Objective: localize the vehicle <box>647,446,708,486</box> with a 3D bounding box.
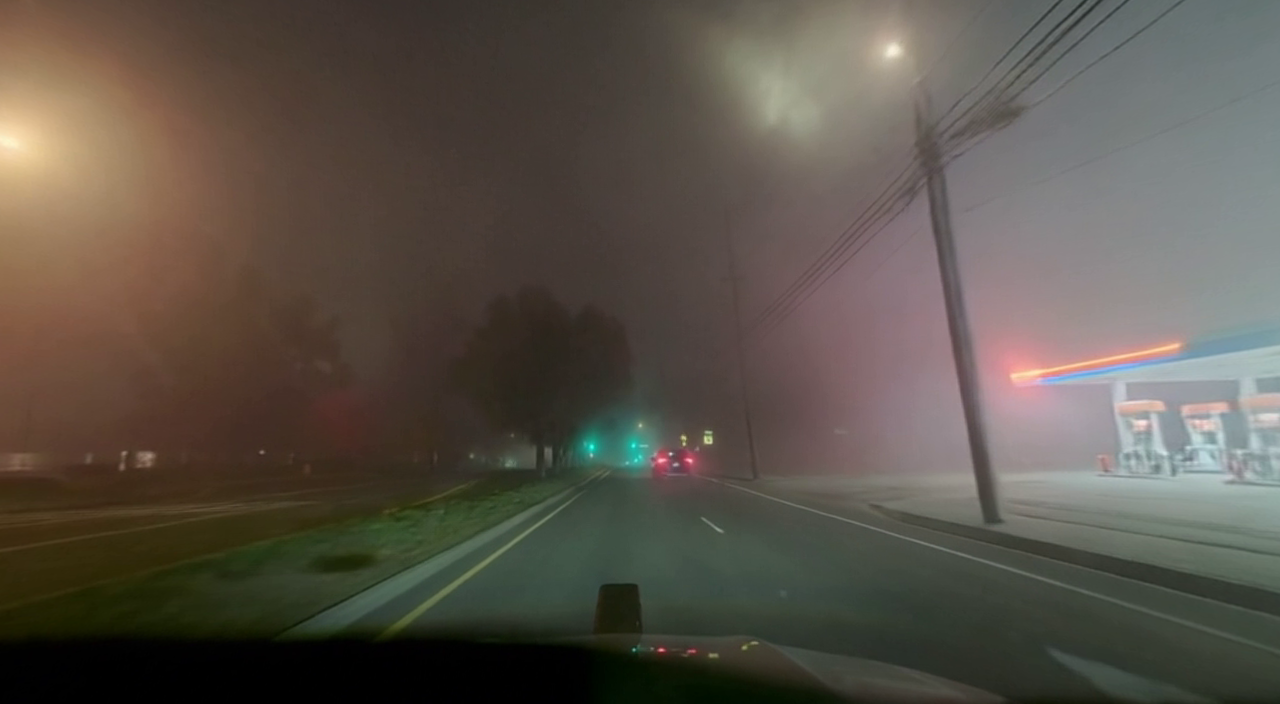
[{"bbox_3d":[1.440,4.629,26.019,2.061,1.475,4.296,0,-8,-3],"label":"vehicle"}]
